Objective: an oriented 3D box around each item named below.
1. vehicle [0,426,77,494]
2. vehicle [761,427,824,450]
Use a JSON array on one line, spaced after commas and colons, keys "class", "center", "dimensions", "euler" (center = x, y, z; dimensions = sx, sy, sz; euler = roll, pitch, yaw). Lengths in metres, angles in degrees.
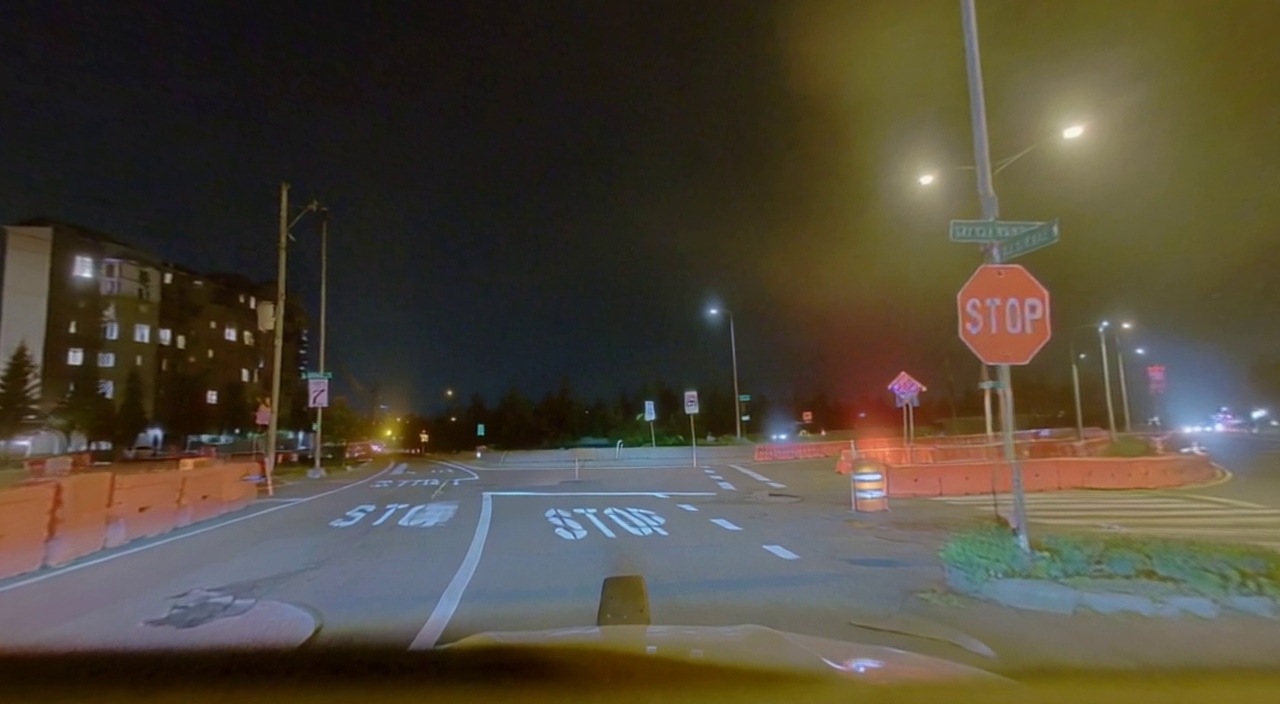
[{"class": "vehicle", "center": [-17.726, 3.053, 18.042], "dimensions": [2.159, 1.734, 4.292], "euler": [7, -11, -42]}, {"class": "vehicle", "center": [11.513, 6.532, 47.579], "dimensions": [4.302, 1.628, 1.957], "euler": [3, -9, -23]}]
